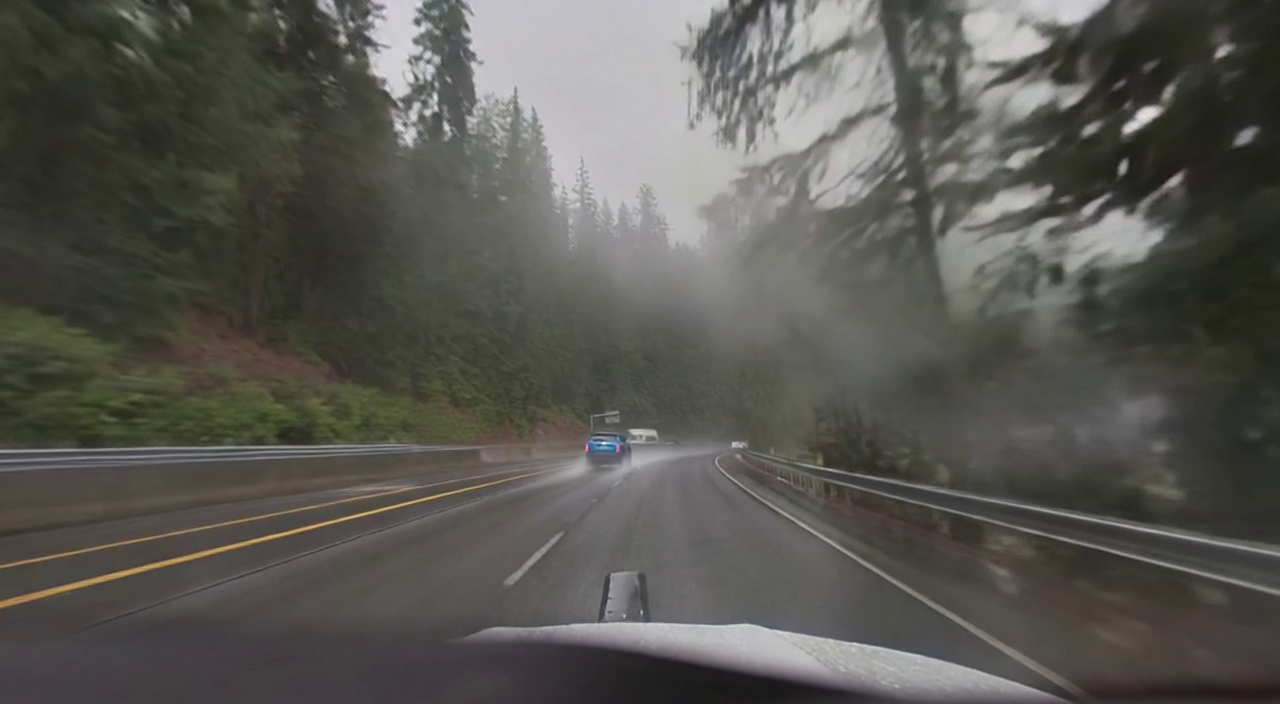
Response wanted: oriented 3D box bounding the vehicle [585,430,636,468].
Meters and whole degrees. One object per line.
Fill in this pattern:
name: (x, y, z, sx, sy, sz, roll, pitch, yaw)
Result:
vehicle: (-1.400, 4.924, 32.218, 2.005, 1.752, 4.479, -1, -8, 5)
